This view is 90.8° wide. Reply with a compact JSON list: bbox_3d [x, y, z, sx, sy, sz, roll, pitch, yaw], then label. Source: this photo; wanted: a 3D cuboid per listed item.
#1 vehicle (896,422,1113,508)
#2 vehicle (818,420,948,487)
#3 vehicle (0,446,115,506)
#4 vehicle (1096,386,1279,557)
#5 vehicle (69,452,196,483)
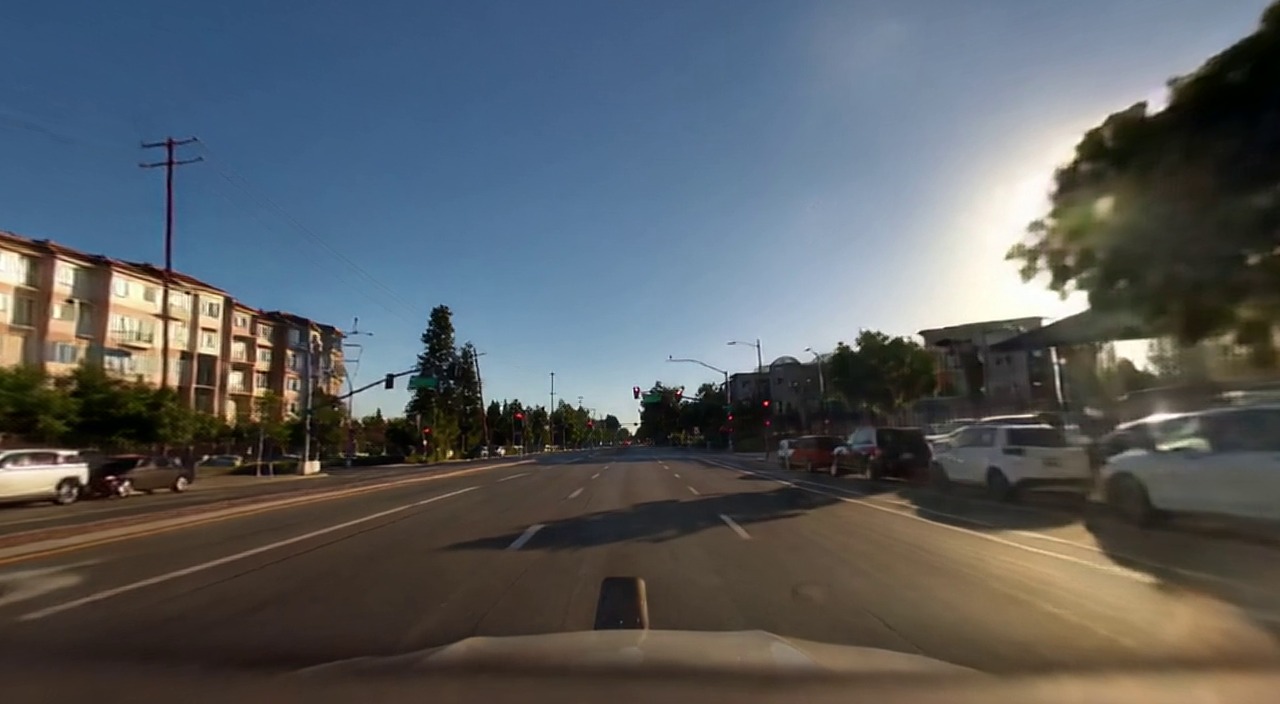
[{"bbox_3d":[7.960,2.517,14.503,1.987,1.628,4.712,0,-8,-3],"label":"vehicle"},{"bbox_3d":[7.679,3.280,20.691,2.130,1.877,5.334,0,-8,0],"label":"vehicle"},{"bbox_3d":[-22.258,4.394,22.312,2.328,1.929,6.055,-4,-8,0],"label":"vehicle"},{"bbox_3d":[8.168,1.417,7.573,1.870,1.912,4.657,0,-8,0],"label":"vehicle"},{"bbox_3d":[-29.002,6.600,36.236,5.352,1.644,2.387,-1,-8,4],"label":"vehicle"}]
